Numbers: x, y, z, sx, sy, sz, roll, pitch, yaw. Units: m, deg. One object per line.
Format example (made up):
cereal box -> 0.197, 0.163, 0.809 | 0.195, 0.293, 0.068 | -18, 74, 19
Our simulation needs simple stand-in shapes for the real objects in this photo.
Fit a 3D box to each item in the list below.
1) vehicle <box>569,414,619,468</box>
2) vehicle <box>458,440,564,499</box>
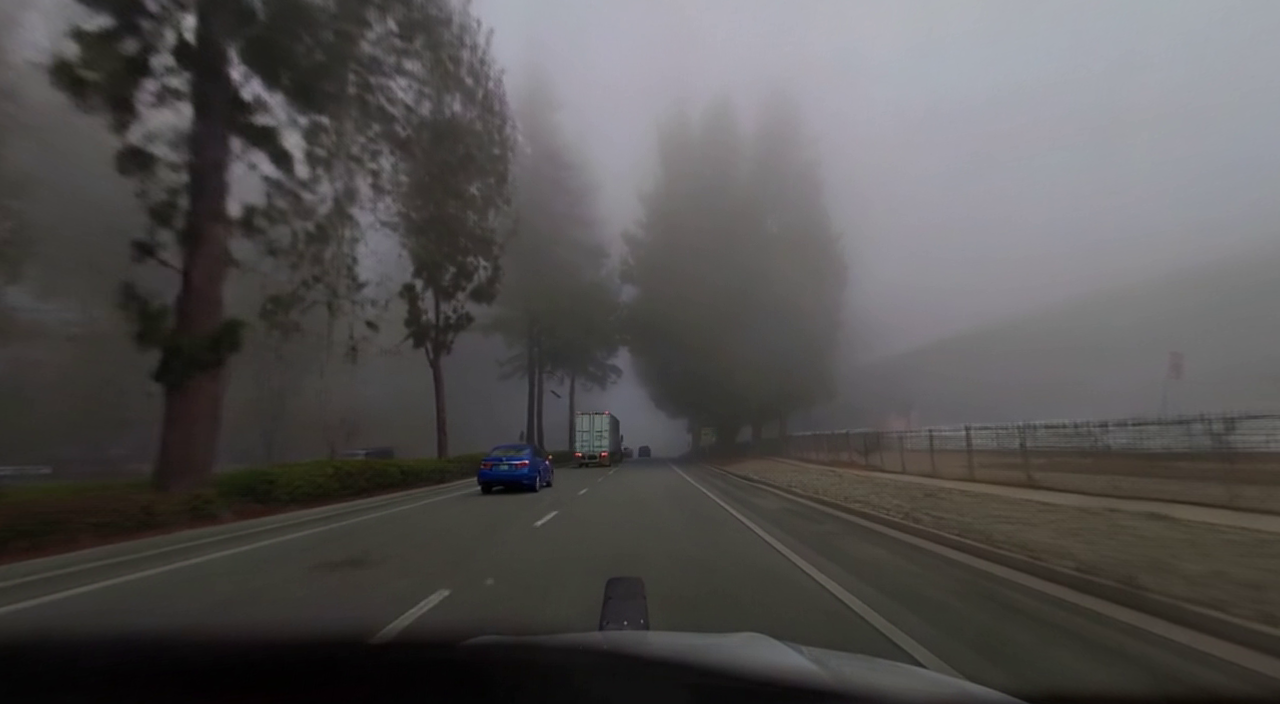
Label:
vehicle -> -2.953, 6.087, 43.080 | 2.746, 3.276, 8.572 | 0, -8, 0
vehicle -> -3.498, 3.290, 18.056 | 2.005, 1.462, 4.345 | 0, -8, 2
